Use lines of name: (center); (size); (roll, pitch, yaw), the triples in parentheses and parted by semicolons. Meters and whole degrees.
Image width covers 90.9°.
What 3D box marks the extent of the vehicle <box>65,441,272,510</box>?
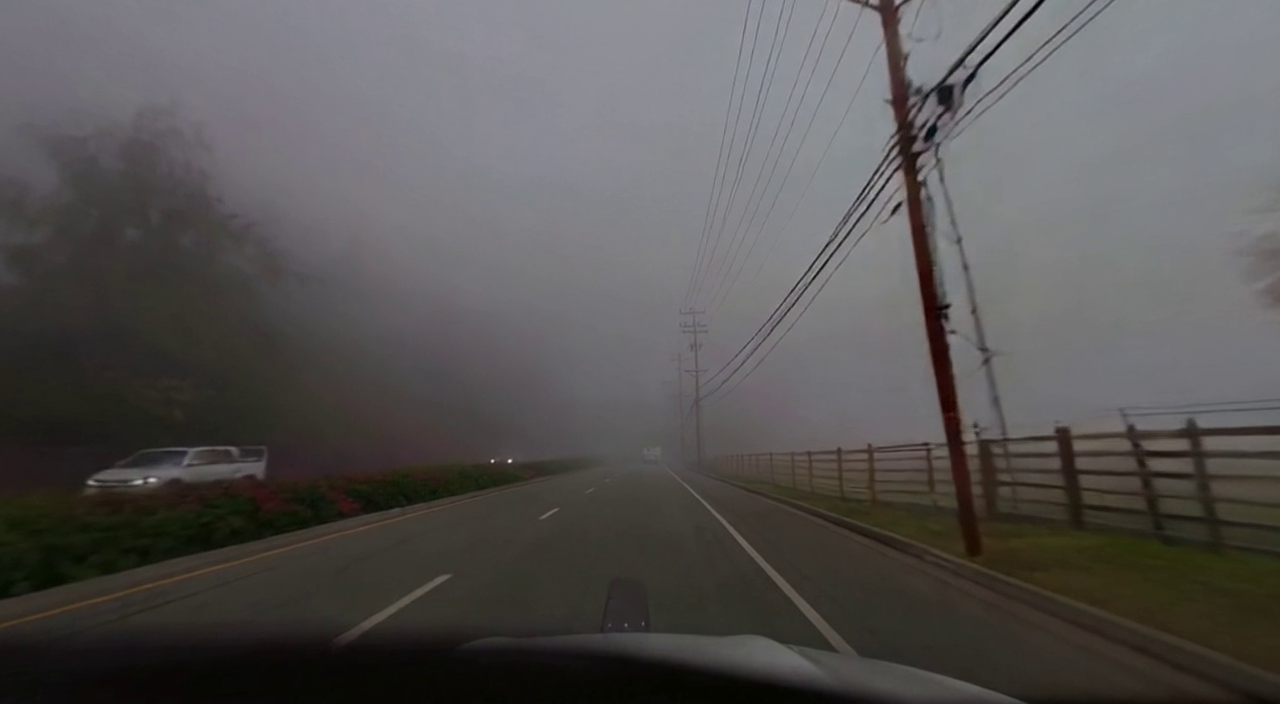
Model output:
vehicle: (-15.239, 3.987, 21.020); (2.269, 1.943, 5.876); (0, -8, 1)
